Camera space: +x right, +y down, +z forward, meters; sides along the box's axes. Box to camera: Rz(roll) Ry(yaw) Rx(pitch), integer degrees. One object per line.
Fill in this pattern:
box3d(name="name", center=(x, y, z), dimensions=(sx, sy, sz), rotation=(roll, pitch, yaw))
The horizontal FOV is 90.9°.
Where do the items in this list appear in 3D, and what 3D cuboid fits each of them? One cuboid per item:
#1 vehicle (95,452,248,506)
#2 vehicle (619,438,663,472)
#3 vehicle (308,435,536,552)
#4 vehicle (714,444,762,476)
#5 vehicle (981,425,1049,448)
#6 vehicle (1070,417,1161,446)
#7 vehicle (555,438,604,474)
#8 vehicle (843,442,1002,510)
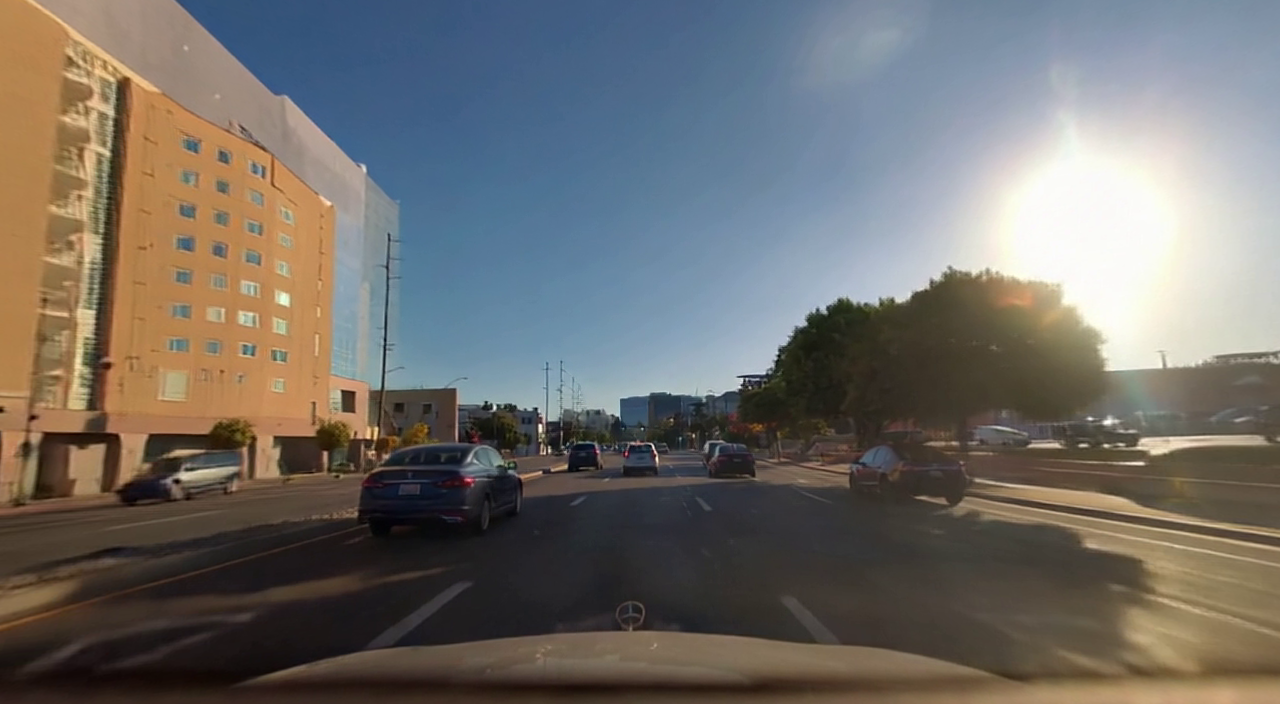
box3d(name="vehicle", center=(-17.778, 4.782, 24.317), dimensions=(2.040, 1.838, 4.927), rotation=(0, -9, 0))
box3d(name="vehicle", center=(0.067, 5.811, 35.624), dimensions=(2.304, 1.795, 4.526), rotation=(0, -9, 1))
box3d(name="vehicle", center=(-3.167, 2.161, 10.354), dimensions=(2.095, 1.486, 4.411), rotation=(0, -9, 1))
box3d(name="vehicle", center=(4.750, 5.305, 31.076), dimensions=(1.884, 1.458, 4.245), rotation=(-1, -9, 3))
box3d(name="vehicle", center=(26.511, 5.992, 44.475), dimensions=(4.692, 1.475, 2.038), rotation=(5, -10, -31))
box3d(name="vehicle", center=(26.160, 4.420, 34.627), dimensions=(4.674, 1.489, 2.008), rotation=(4, -10, -27))
box3d(name="vehicle", center=(-3.231, 5.653, 34.410), dimensions=(2.117, 1.799, 4.442), rotation=(0, -9, 1))
box3d(name="vehicle", center=(6.873, 3.055, 16.003), dimensions=(1.865, 1.458, 4.605), rotation=(0, -9, 0))
